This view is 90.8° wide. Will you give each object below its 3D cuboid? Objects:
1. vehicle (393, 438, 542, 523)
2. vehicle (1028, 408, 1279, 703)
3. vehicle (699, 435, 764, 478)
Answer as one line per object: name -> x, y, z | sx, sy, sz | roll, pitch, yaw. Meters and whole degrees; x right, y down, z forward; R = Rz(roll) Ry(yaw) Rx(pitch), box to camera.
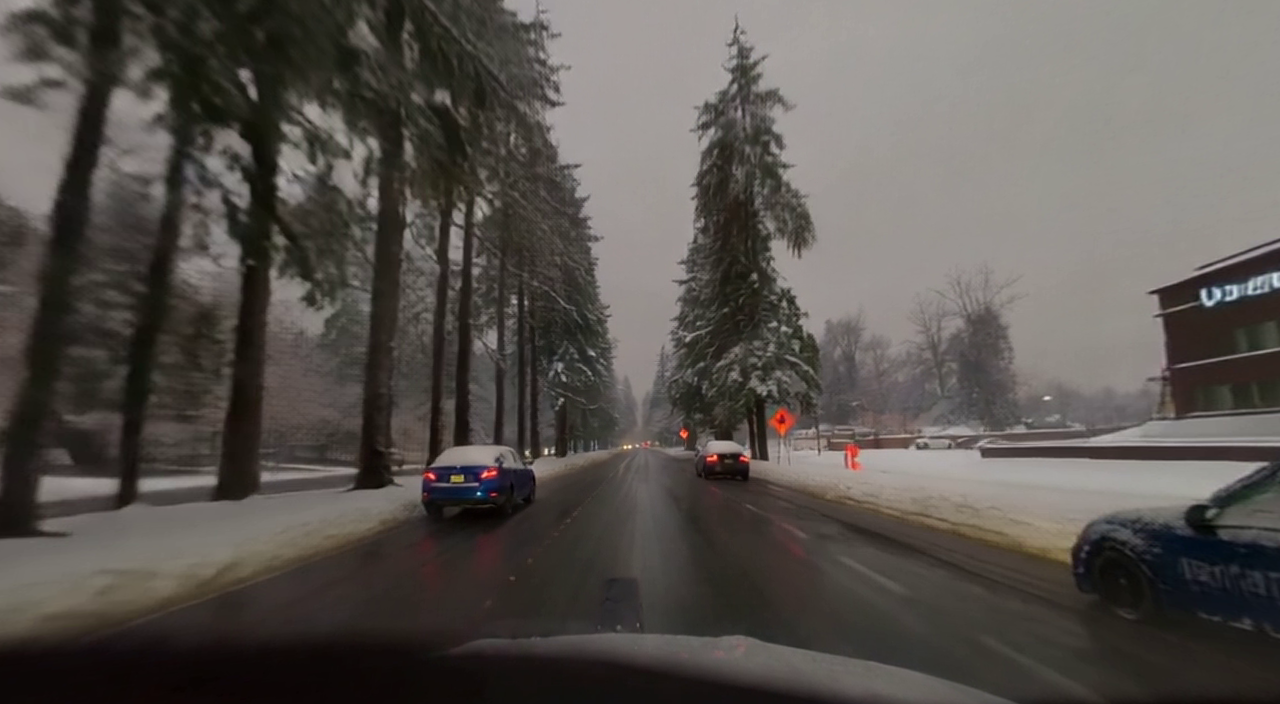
vehicle -> -3.373, 2.586, 13.291 | 2.020, 1.474, 4.098 | 0, -9, -1
vehicle -> 4.099, 1.039, 3.193 | 1.827, 1.491, 3.743 | 0, -9, -1
vehicle -> 4.116, 4.802, 29.191 | 2.159, 1.793, 4.735 | 0, -9, -1
